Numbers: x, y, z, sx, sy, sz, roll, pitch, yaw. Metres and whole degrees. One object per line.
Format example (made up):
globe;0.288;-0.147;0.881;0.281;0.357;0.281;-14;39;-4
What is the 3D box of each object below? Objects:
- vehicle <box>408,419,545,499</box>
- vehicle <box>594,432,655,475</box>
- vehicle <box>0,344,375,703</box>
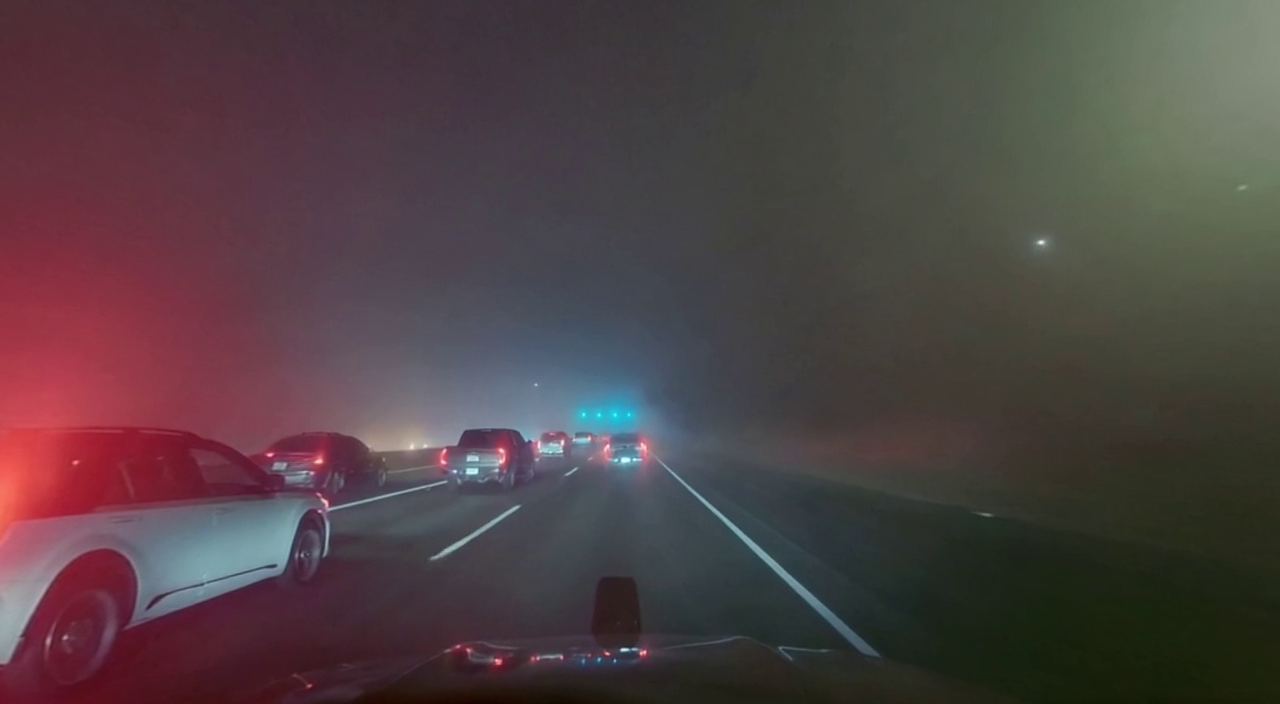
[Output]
vehicle;-3.836;2.590;15.747;2.154;1.690;4.595;0;-8;0
vehicle;-0.553;3.736;23.490;2.070;1.452;3.834;0;-8;-1
vehicle;-3.846;1.050;4.384;2.107;1.703;4.274;0;-8;0
